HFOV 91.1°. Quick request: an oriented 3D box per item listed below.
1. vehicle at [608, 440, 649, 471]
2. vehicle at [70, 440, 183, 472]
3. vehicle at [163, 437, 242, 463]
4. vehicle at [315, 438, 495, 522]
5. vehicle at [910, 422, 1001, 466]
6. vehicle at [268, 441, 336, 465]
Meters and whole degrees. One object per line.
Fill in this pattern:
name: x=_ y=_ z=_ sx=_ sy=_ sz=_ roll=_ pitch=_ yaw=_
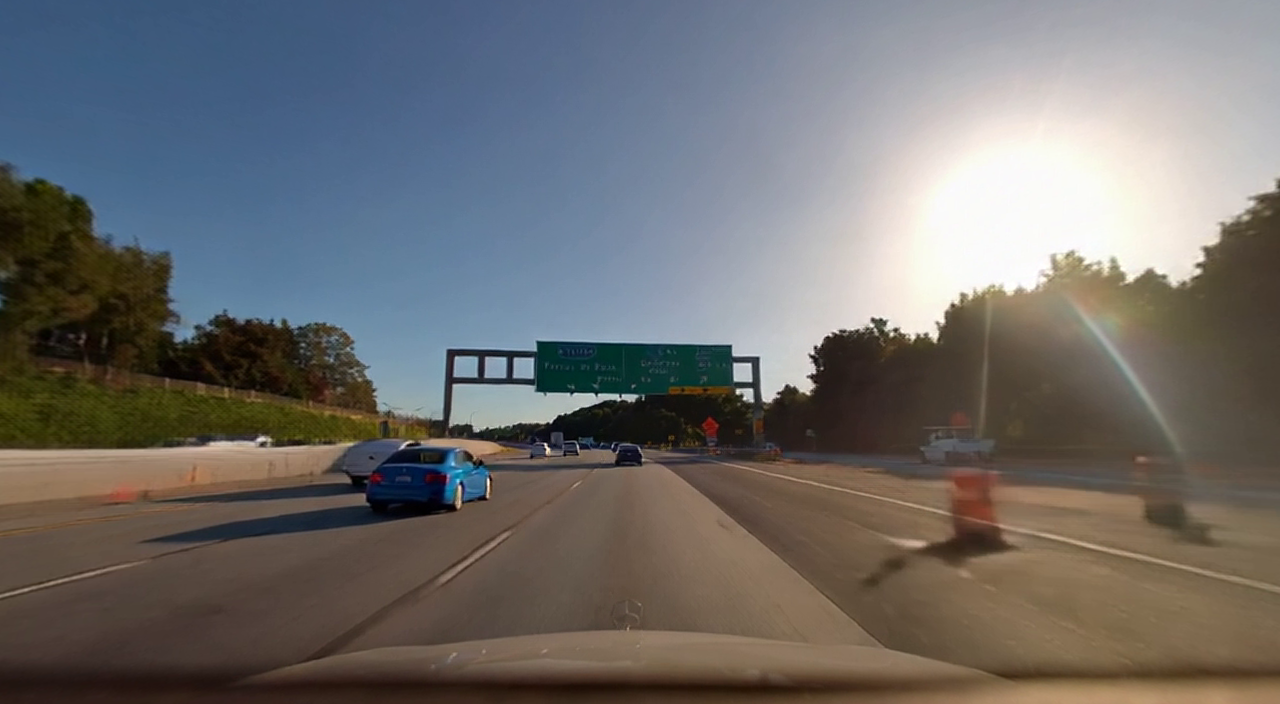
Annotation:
vehicle: x=-0.630 y=5.253 z=32.079 sx=1.963 sy=1.462 sz=4.681 roll=0 pitch=-8 yaw=-2
vehicle: x=-25.541 y=5.178 z=31.472 sx=1.907 sy=1.471 sz=4.577 roll=0 pitch=-8 yaw=-1
vehicle: x=-29.562 y=6.630 z=42.596 sx=1.918 sy=1.628 sz=4.921 roll=0 pitch=-8 yaw=-2
vehicle: x=-4.529 y=2.511 z=12.963 sx=2.001 sy=1.415 sz=4.360 roll=0 pitch=-8 yaw=0
vehicle: x=20.757 y=6.123 z=41.832 sx=2.728 sy=2.610 sz=7.309 roll=-1 pitch=-8 yaw=4
vehicle: x=-21.824 y=6.519 z=40.774 sx=1.898 sy=1.461 sz=4.663 roll=0 pitch=-8 yaw=-2
